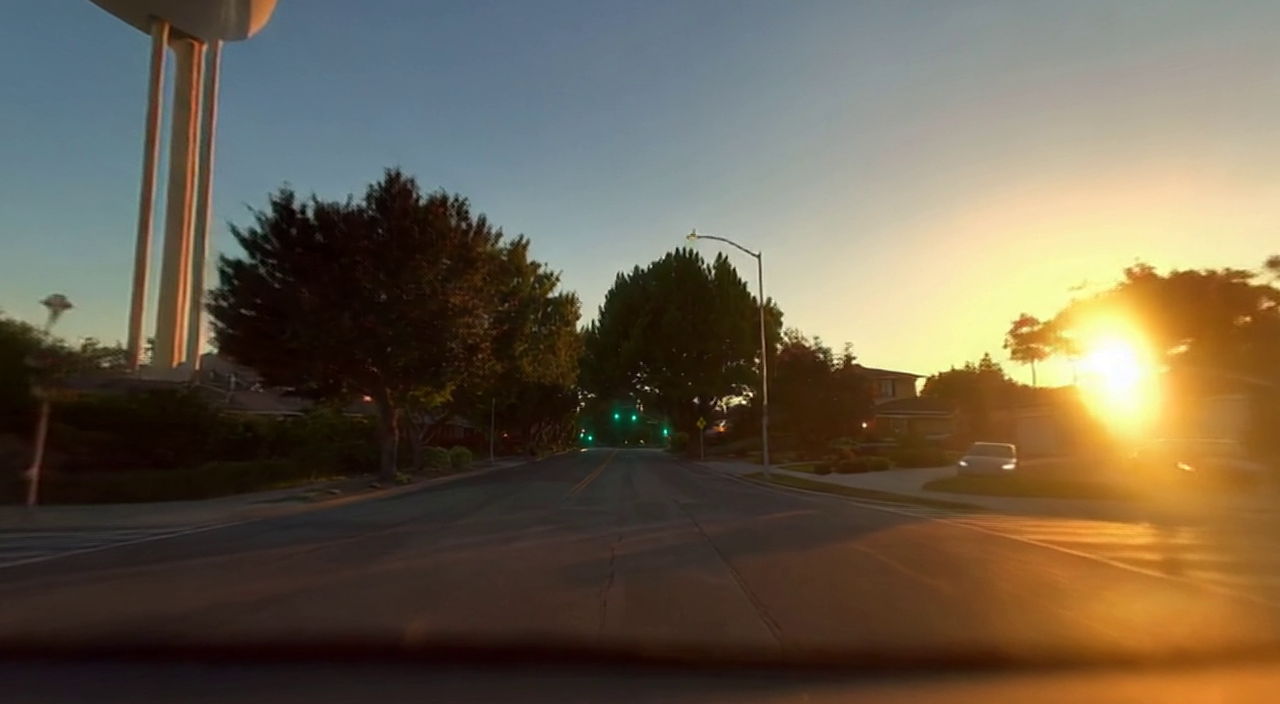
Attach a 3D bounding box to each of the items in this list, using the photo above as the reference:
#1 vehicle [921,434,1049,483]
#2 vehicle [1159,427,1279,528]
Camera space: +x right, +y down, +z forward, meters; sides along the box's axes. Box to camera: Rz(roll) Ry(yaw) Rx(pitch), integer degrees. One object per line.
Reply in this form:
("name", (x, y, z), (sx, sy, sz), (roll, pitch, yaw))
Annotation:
("vehicle", (10.541, 3.212, 19.282), (3.191, 1.365, 1.458), (-5, -10, 37))
("vehicle", (12.393, 2.186, 11.141), (4.448, 1.637, 1.881), (-1, -8, 7))
